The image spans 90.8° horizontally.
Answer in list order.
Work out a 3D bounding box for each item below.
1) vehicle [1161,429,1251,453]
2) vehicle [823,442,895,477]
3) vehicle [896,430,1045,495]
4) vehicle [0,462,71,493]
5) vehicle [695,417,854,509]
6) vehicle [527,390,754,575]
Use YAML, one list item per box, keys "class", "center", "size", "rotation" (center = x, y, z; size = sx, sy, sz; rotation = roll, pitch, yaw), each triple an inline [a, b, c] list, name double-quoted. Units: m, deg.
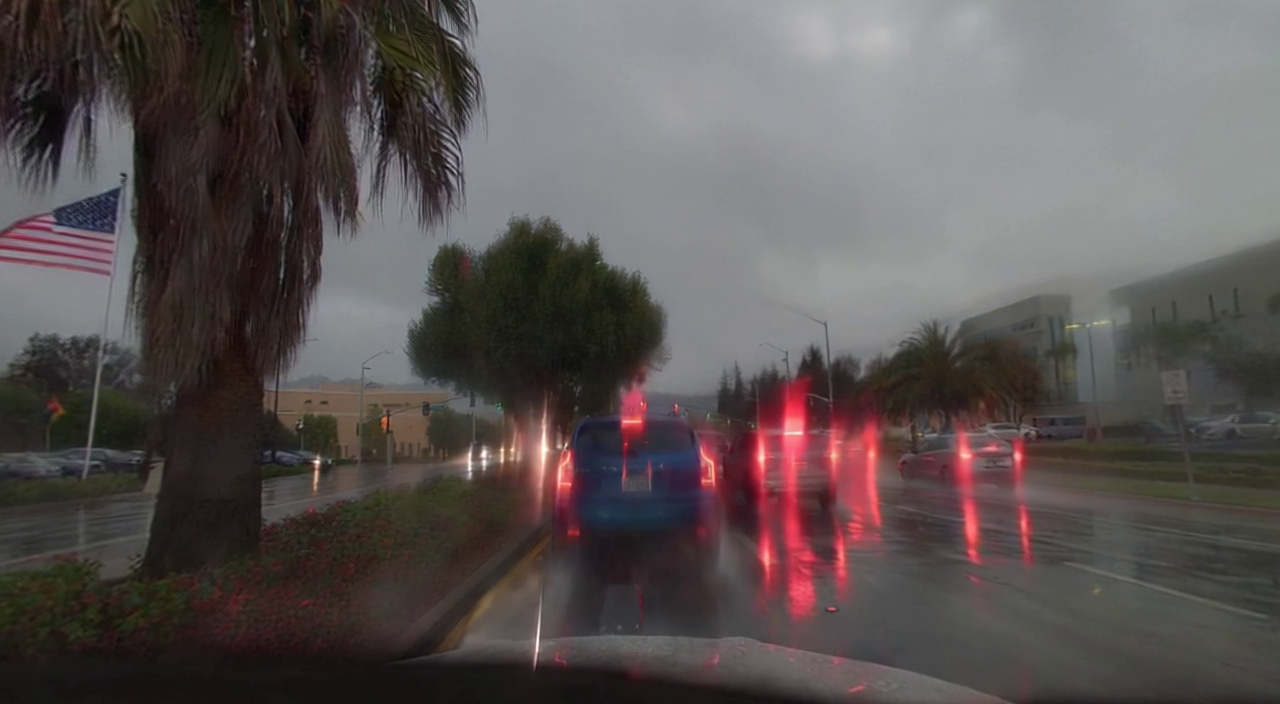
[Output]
- class: "vehicle"
  center: [36.426, 5.756, 40.832]
  size: [1.839, 1.455, 4.395]
  rotation: [0, -9, 2]
- class: "vehicle"
  center: [10.165, 5.012, 29.667]
  size: [1.855, 1.495, 4.143]
  rotation: [0, -9, -1]
- class: "vehicle"
  center: [10.091, 3.399, 19.833]
  size: [2.155, 1.779, 4.582]
  rotation: [0, -9, 0]
- class: "vehicle"
  center: [-45.728, 9.079, 45.760]
  size: [6.410, 2.078, 2.584]
  rotation: [0, -9, 0]
- class: "vehicle"
  center: [3.249, 2.918, 17.151]
  size: [2.773, 2.021, 6.212]
  rotation: [0, -9, -2]
- class: "vehicle"
  center: [-0.092, 1.719, 9.054]
  size: [2.402, 1.938, 4.535]
  rotation: [0, -9, -3]
